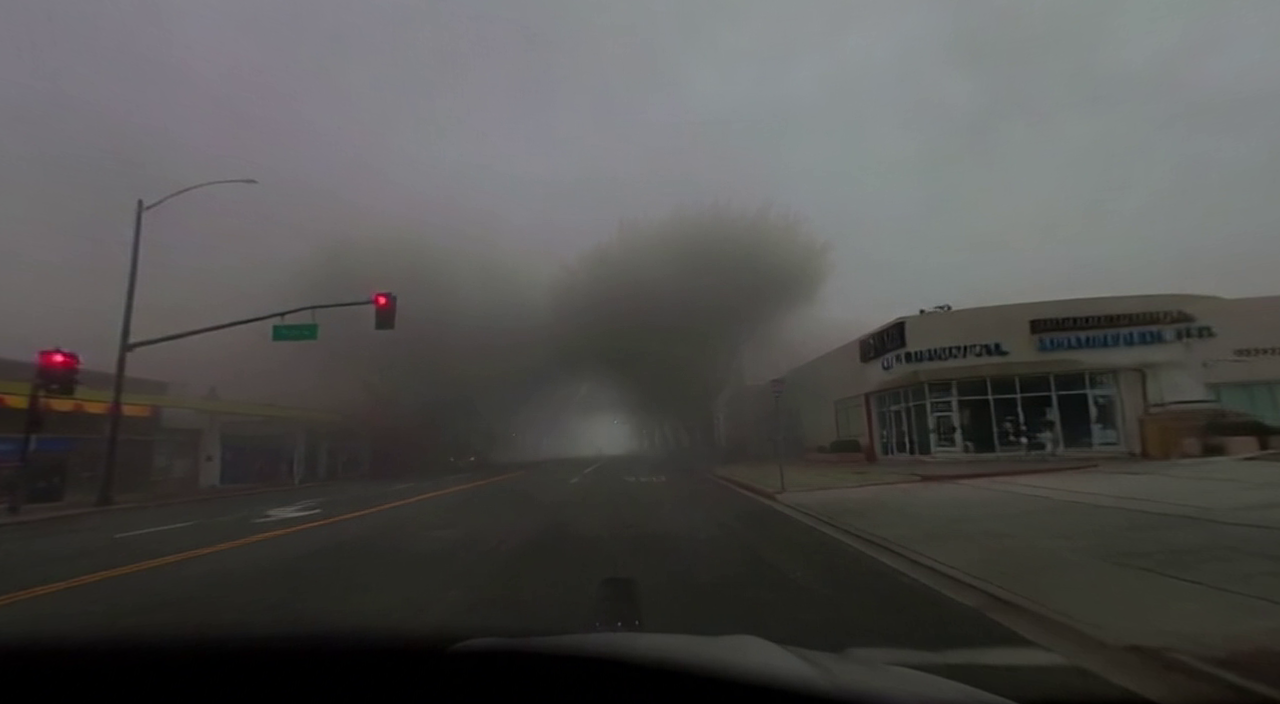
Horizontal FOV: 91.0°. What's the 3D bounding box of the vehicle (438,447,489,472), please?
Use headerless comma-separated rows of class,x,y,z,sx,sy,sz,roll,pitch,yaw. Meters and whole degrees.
vehicle,-11.444,6.977,41.171,1.889,1.499,4.541,0,-9,1
